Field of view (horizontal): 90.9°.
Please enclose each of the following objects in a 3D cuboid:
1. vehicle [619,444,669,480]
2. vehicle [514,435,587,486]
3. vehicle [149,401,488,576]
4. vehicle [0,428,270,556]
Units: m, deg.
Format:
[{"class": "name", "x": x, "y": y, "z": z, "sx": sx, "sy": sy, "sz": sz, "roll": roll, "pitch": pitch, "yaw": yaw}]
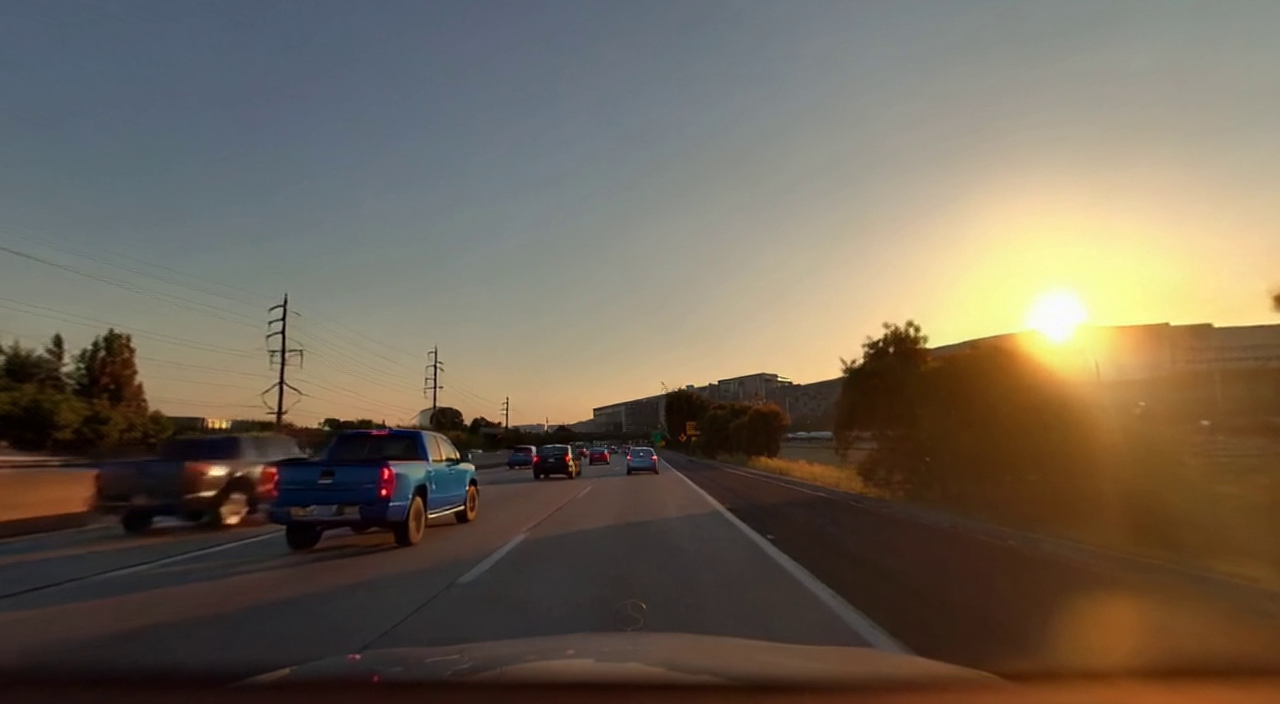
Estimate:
[{"class": "vehicle", "x": 0.142, "y": 4.785, "z": 27.754, "sx": 2.047, "sy": 1.473, "sz": 3.978, "roll": 0, "pitch": -8, "yaw": 0}, {"class": "vehicle", "x": -3.407, "y": 4.254, "z": 24.993, "sx": 2.133, "sy": 1.789, "sz": 4.518, "roll": -1, "pitch": -8, "yaw": 1}, {"class": "vehicle", "x": -4.074, "y": 1.848, "z": 9.457, "sx": 2.198, "sy": 1.848, "sz": 5.346, "roll": 0, "pitch": -8, "yaw": 1}, {"class": "vehicle", "x": -8.391, "y": 2.148, "z": 10.408, "sx": 1.897, "sy": 1.636, "sz": 4.295, "roll": 0, "pitch": -8, "yaw": 1}]
